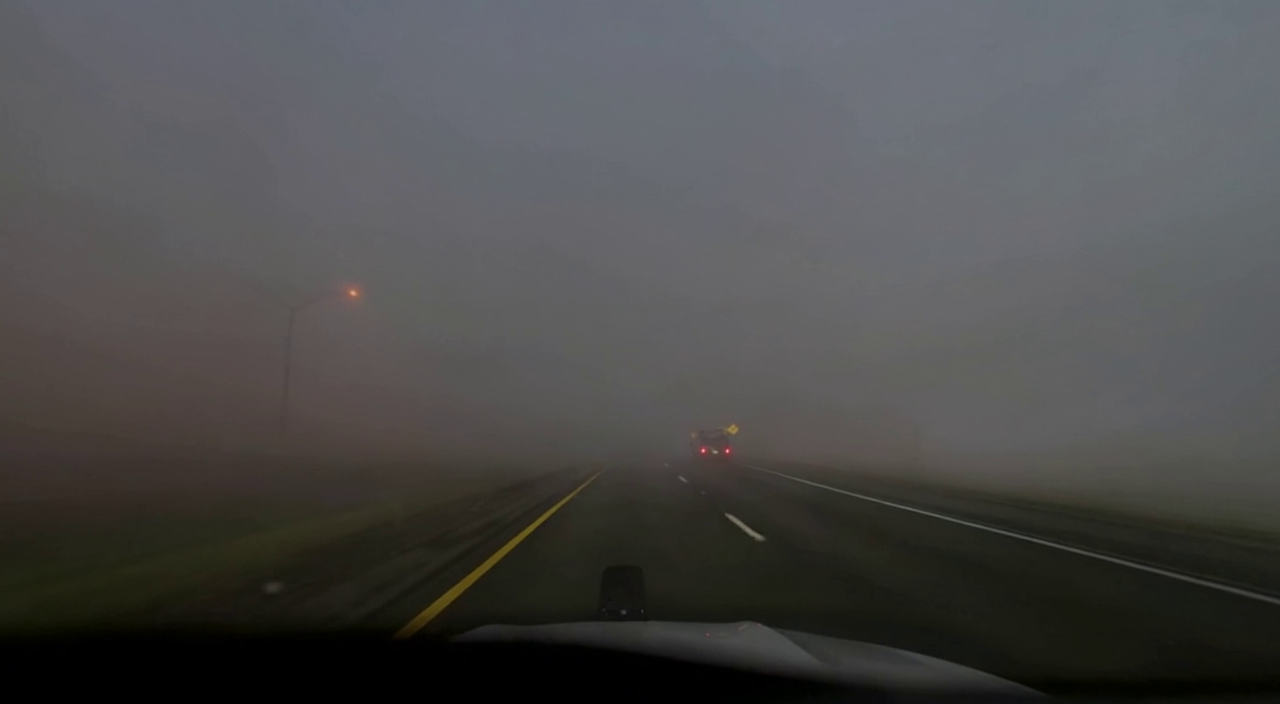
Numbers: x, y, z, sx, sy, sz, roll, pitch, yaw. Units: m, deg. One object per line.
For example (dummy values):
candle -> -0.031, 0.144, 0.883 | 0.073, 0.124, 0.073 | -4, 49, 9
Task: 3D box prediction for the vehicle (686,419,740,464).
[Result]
vehicle -> 4.360, 5.523, 38.785 | 2.430, 2.495, 6.062 | 0, -8, -1
